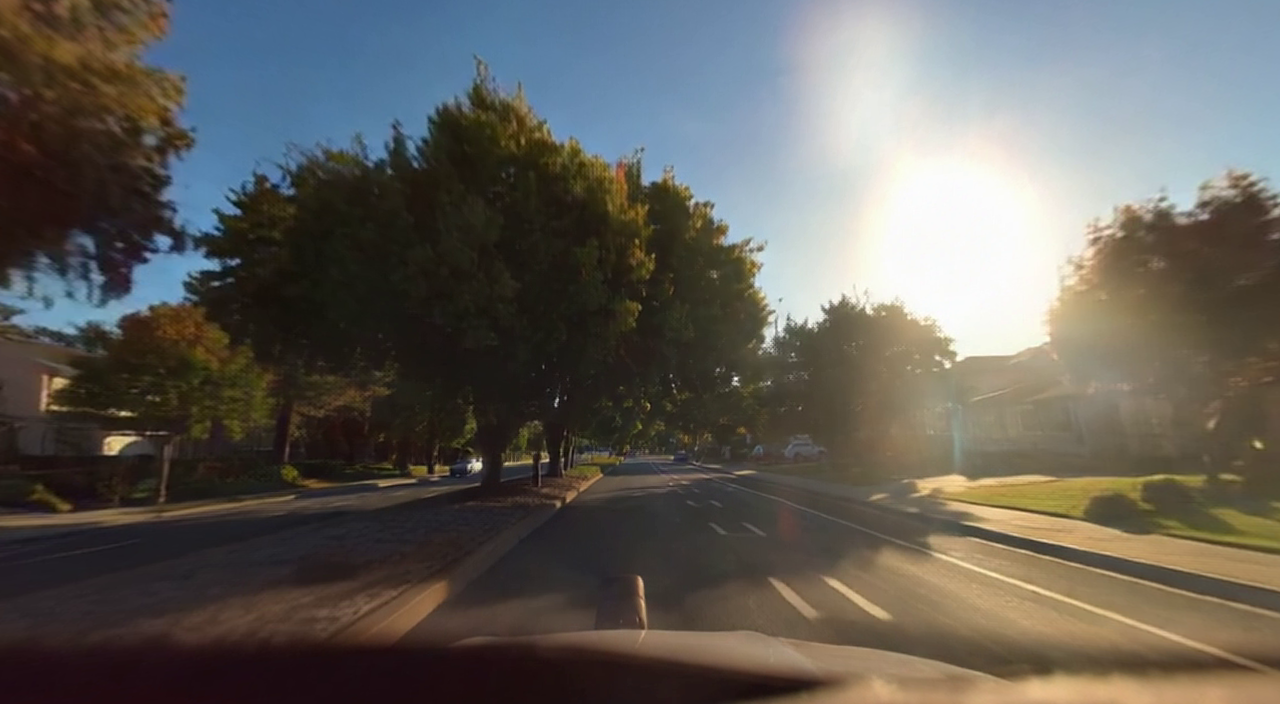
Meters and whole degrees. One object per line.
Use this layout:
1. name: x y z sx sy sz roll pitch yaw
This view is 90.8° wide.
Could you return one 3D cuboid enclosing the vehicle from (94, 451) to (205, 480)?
1. vehicle: -27.906 6.455 36.037 4.551 1.556 2.061 0 -9 -1
